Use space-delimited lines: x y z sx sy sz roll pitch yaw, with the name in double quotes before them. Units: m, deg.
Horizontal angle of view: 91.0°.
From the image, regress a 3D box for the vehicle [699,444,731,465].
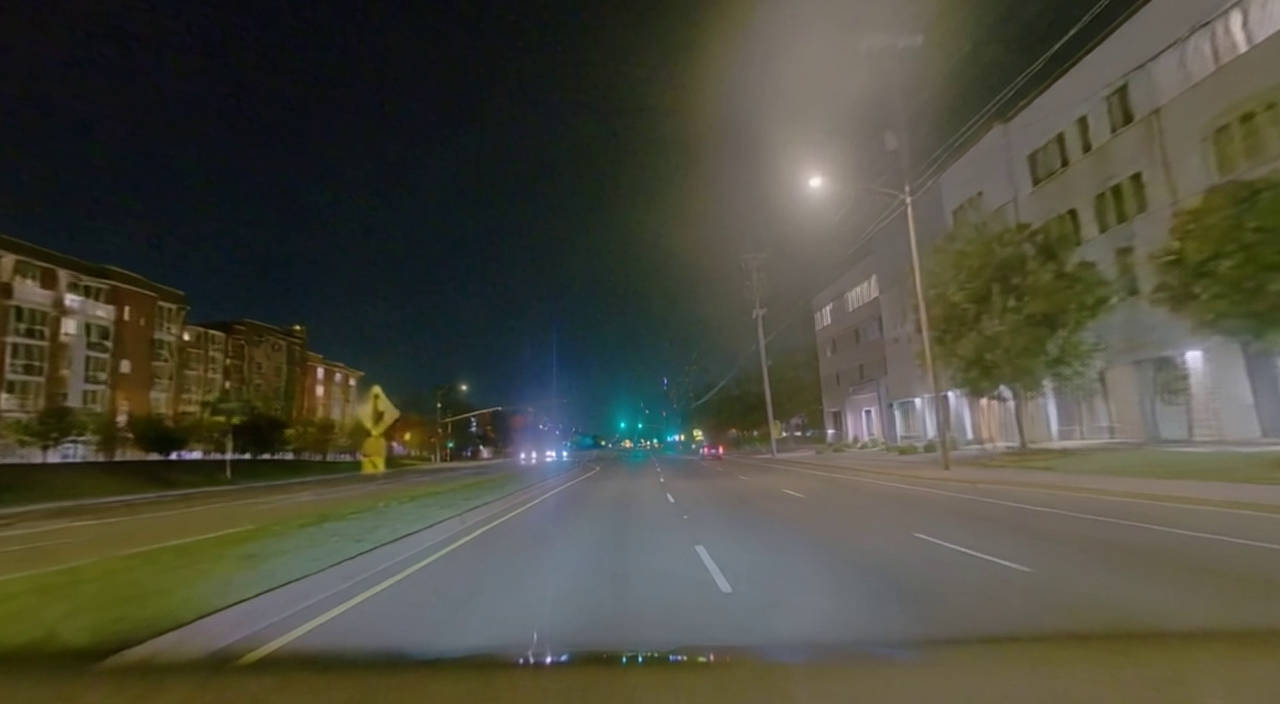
"vehicle" 5.628 7.764 47.743 1.908 1.476 3.880 0 -9 -1
